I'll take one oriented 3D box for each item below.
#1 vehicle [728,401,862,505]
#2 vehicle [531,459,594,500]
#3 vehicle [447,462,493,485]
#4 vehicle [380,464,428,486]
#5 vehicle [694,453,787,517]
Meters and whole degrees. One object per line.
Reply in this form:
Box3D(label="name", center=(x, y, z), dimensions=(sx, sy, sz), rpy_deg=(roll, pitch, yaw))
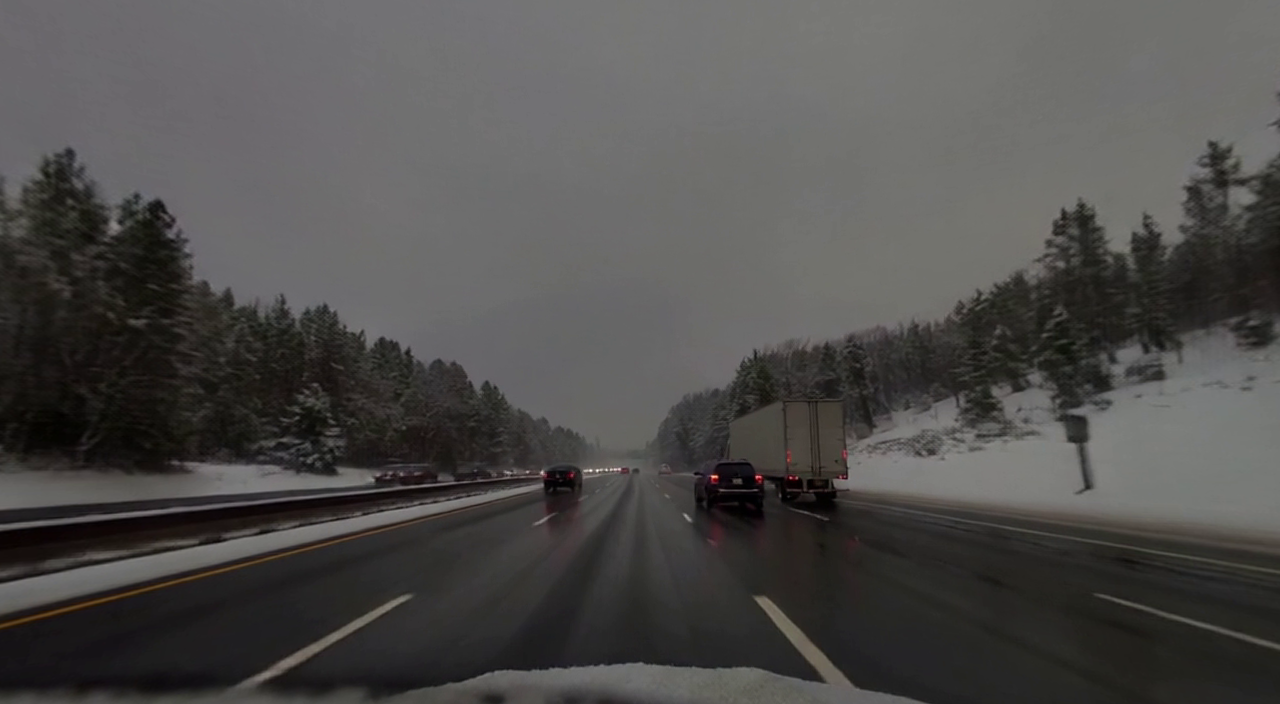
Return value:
Box3D(label="vehicle", center=(7.417, 5.573, 33.823), dimensions=(2.883, 4.151, 17.144), rpy_deg=(1, -10, 0))
Box3D(label="vehicle", center=(-3.187, 5.347, 26.605), dimensions=(2.025, 1.547, 4.150), rpy_deg=(1, -10, 1))
Box3D(label="vehicle", center=(-11.387, 8.182, 42.350), dimensions=(1.827, 1.412, 4.194), rpy_deg=(1, -10, 1))
Box3D(label="vehicle", center=(-17.907, 9.349, 47.824), dimensions=(1.783, 1.541, 4.315), rpy_deg=(0, -10, 2))
Box3D(label="vehicle", center=(2.948, 4.052, 19.507), dimensions=(2.050, 1.708, 4.457), rpy_deg=(1, -10, -1))
